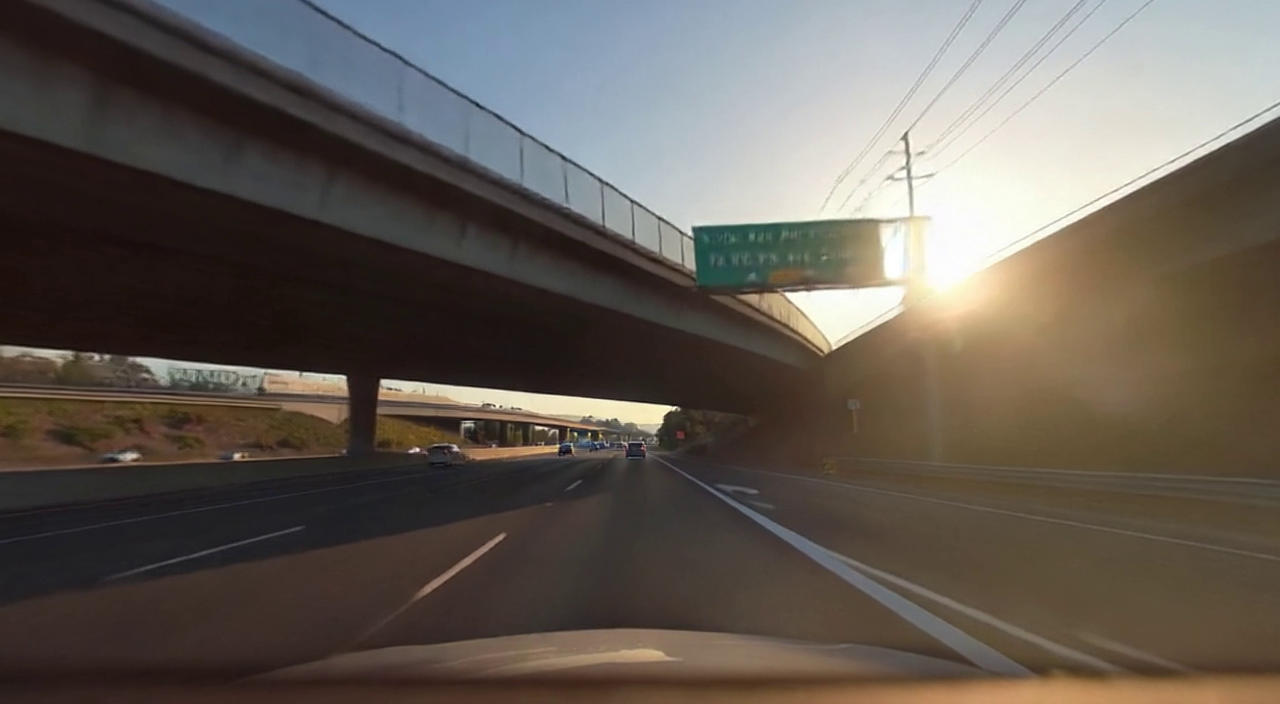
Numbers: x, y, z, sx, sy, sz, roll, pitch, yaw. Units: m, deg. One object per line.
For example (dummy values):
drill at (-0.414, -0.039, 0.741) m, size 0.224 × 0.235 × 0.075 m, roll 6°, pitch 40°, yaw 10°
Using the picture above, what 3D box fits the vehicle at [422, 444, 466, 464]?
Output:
vehicle at (-14.860, 7.744, 48.228) m, size 1.969 × 1.486 × 4.395 m, roll 0°, pitch -8°, yaw 0°

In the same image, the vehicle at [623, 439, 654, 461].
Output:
vehicle at (-0.124, 7.015, 45.273) m, size 2.086 × 1.472 × 4.168 m, roll 0°, pitch -8°, yaw 0°
